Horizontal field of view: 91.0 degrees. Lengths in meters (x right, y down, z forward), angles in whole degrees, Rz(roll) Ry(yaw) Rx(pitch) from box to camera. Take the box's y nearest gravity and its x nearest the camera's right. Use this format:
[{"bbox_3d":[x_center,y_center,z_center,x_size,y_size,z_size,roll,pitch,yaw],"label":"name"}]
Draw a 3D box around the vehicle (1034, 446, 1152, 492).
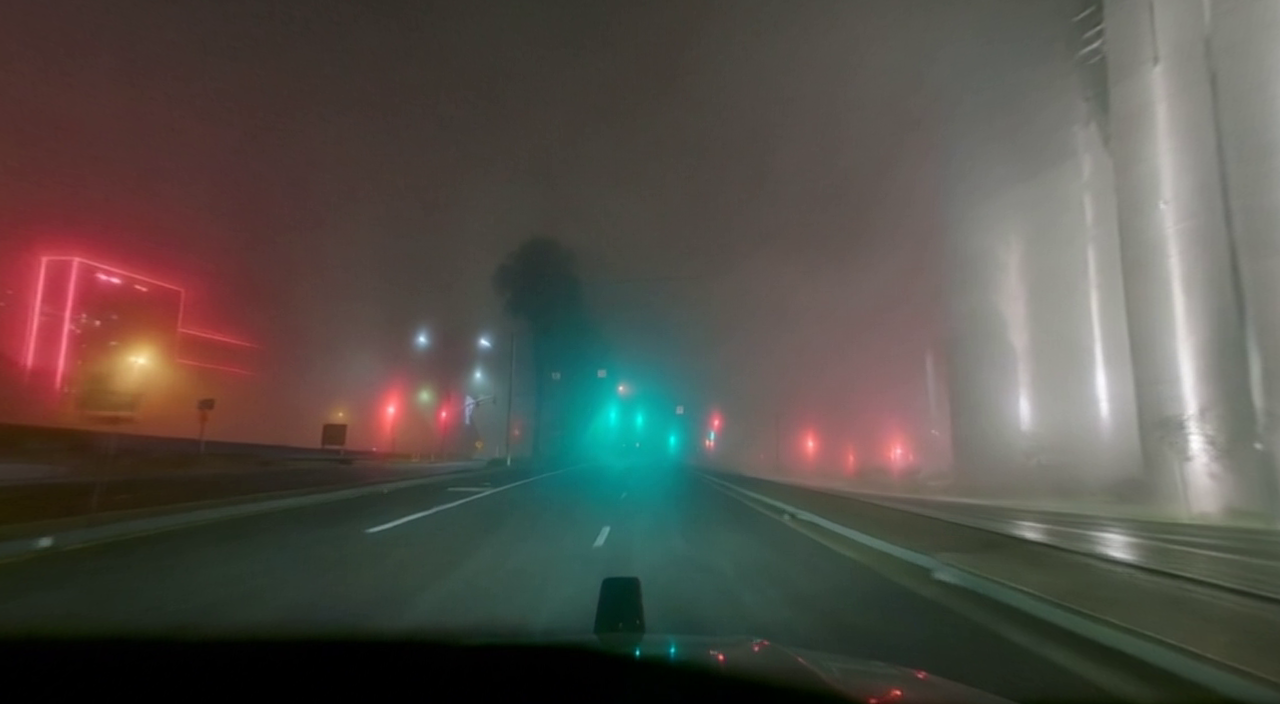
[{"bbox_3d":[28.318,7.482,39.771,2.599,2.380,6.013,1,-15,-3],"label":"vehicle"}]
